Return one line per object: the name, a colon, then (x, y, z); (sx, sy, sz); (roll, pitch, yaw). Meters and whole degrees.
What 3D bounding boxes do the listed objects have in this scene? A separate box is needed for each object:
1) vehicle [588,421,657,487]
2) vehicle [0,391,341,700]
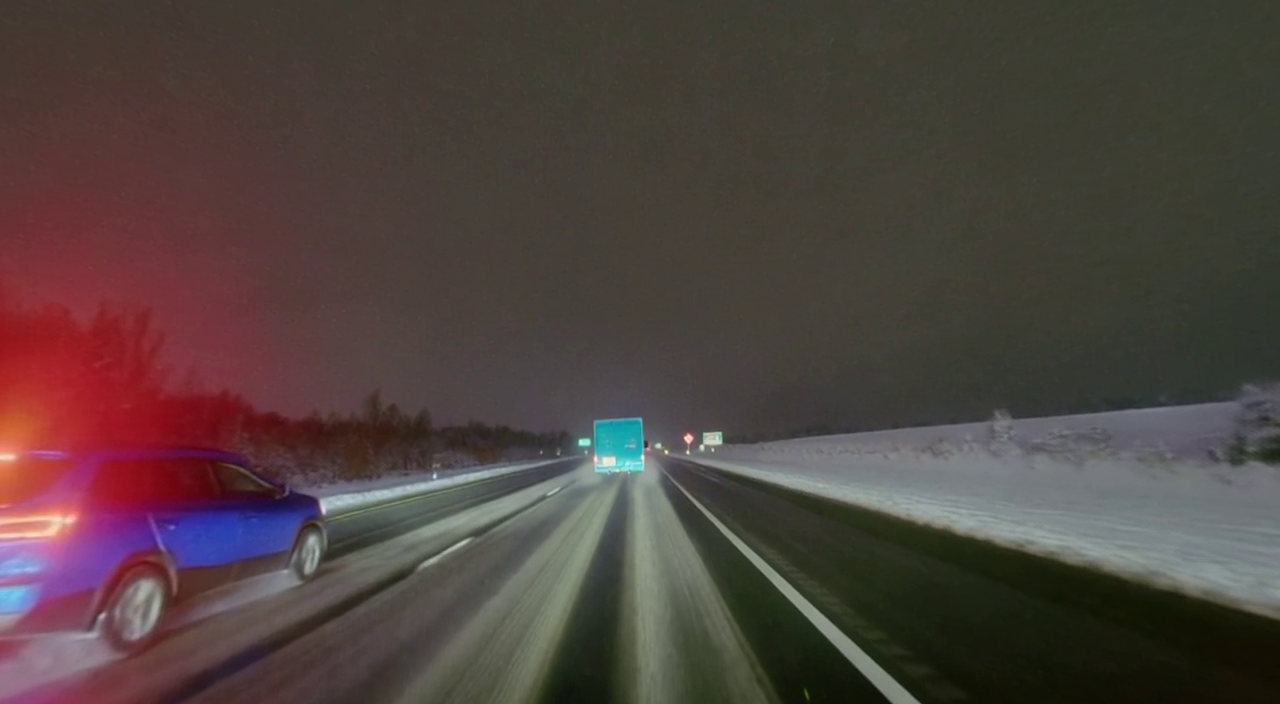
vehicle: (-0.584, 3.701, 23.065); (2.248, 2.154, 4.892); (0, -9, 0)
vehicle: (-4.596, 1.306, 5.118); (2.198, 1.666, 4.311); (0, -9, 0)
